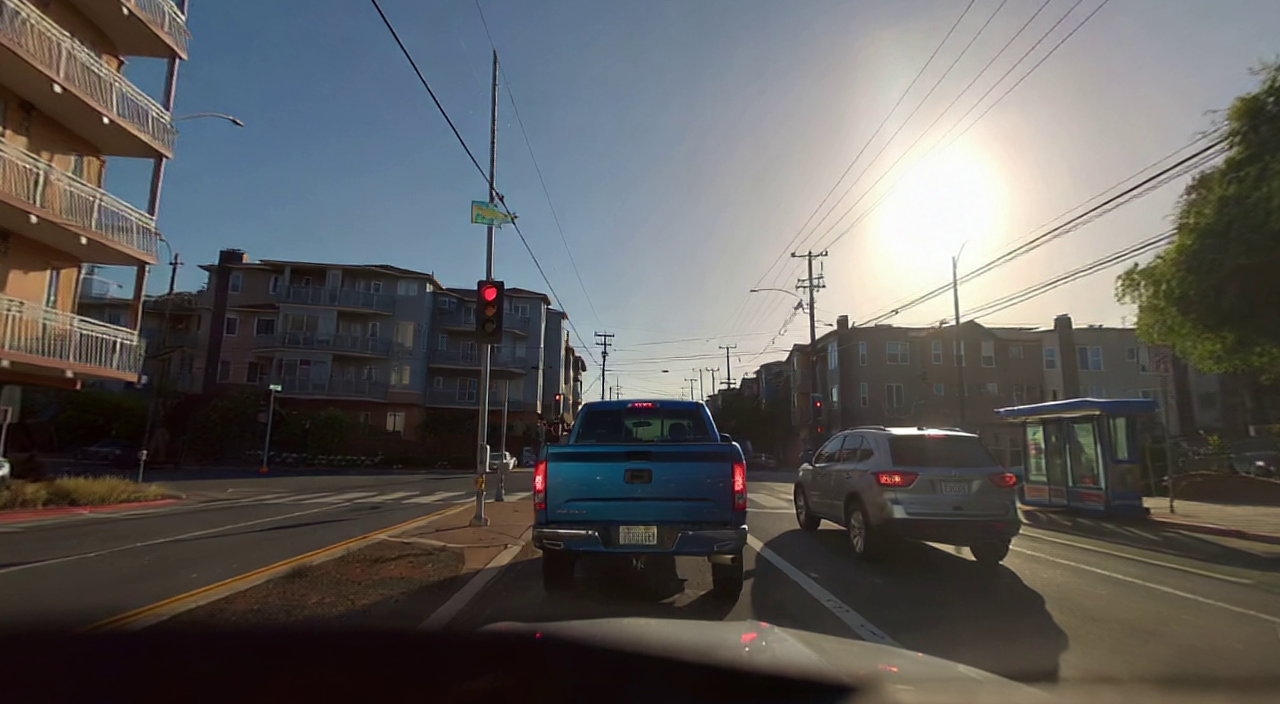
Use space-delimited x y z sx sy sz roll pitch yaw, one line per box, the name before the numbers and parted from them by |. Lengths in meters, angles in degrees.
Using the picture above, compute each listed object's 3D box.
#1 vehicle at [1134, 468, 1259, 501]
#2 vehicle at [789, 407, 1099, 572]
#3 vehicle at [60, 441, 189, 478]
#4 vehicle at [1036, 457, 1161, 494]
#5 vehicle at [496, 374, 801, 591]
vehicle | 26.373 6.279 29.980 4.071 1.388 1.884 0 -8 1
vehicle | 3.845 1.837 9.236 2.131 1.759 4.762 0 -8 0
vehicle | -24.852 5.163 30.477 4.563 1.692 1.778 0 -8 -1
vehicle | 21.844 5.876 30.159 4.498 1.618 1.843 0 -8 0
vehicle | 0.109 1.550 8.304 2.738 1.959 5.070 0 -8 1
